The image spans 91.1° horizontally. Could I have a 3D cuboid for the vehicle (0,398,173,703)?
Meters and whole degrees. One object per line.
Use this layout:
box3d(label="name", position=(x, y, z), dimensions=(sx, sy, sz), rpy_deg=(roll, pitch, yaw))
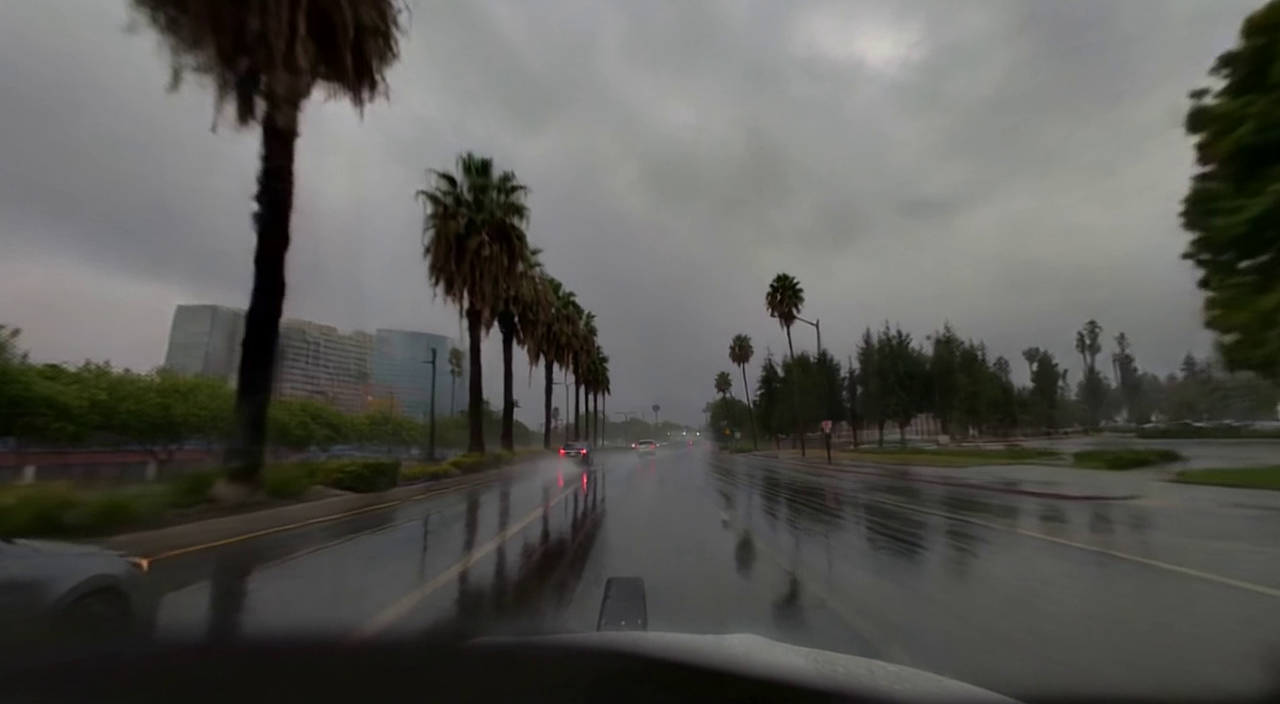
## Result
box3d(label="vehicle", position=(-3.454, 0.688, 0.784), dimensions=(2.036, 1.478, 4.771), rpy_deg=(0, -8, 0))

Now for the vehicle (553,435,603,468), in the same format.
box3d(label="vehicle", position=(-3.535, 5.782, 36.737), dimensions=(2.188, 1.819, 4.667), rpy_deg=(0, -8, 3))
